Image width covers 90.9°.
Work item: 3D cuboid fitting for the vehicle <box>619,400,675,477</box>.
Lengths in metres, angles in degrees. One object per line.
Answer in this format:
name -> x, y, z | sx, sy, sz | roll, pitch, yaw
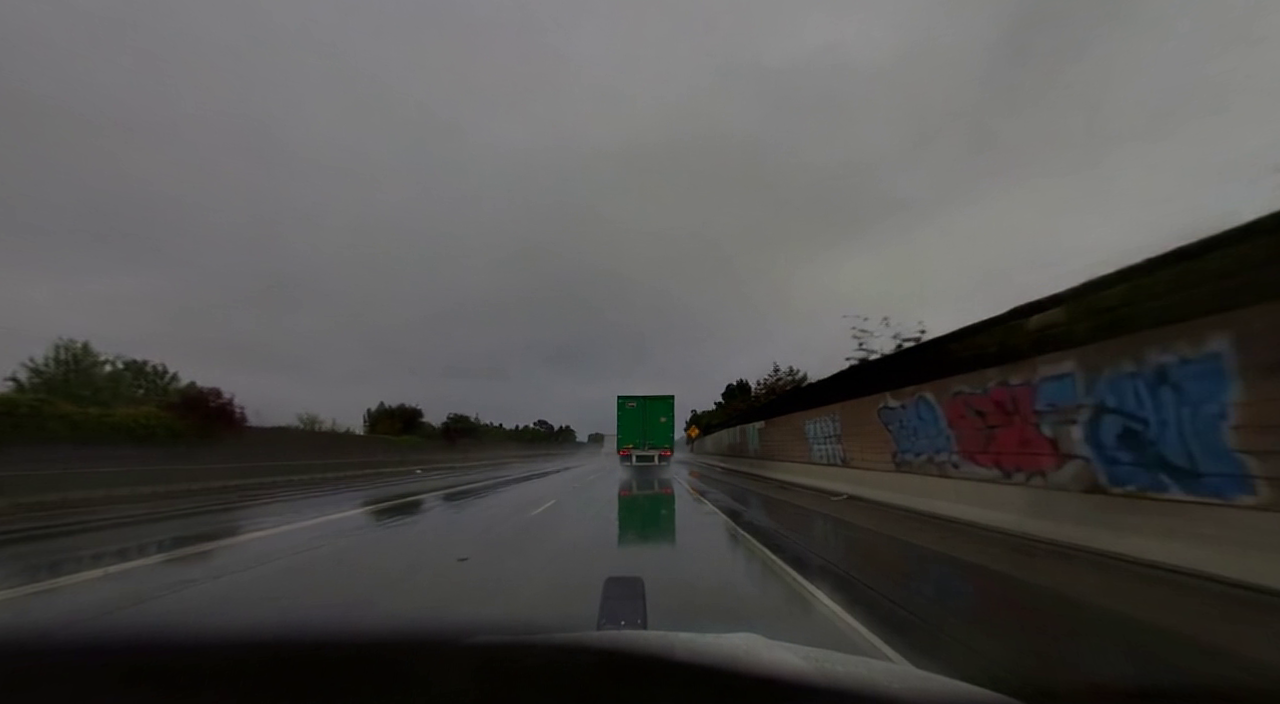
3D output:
vehicle -> 0.273, 5.250, 37.701 | 2.900, 3.955, 10.151 | 0, -9, -1
